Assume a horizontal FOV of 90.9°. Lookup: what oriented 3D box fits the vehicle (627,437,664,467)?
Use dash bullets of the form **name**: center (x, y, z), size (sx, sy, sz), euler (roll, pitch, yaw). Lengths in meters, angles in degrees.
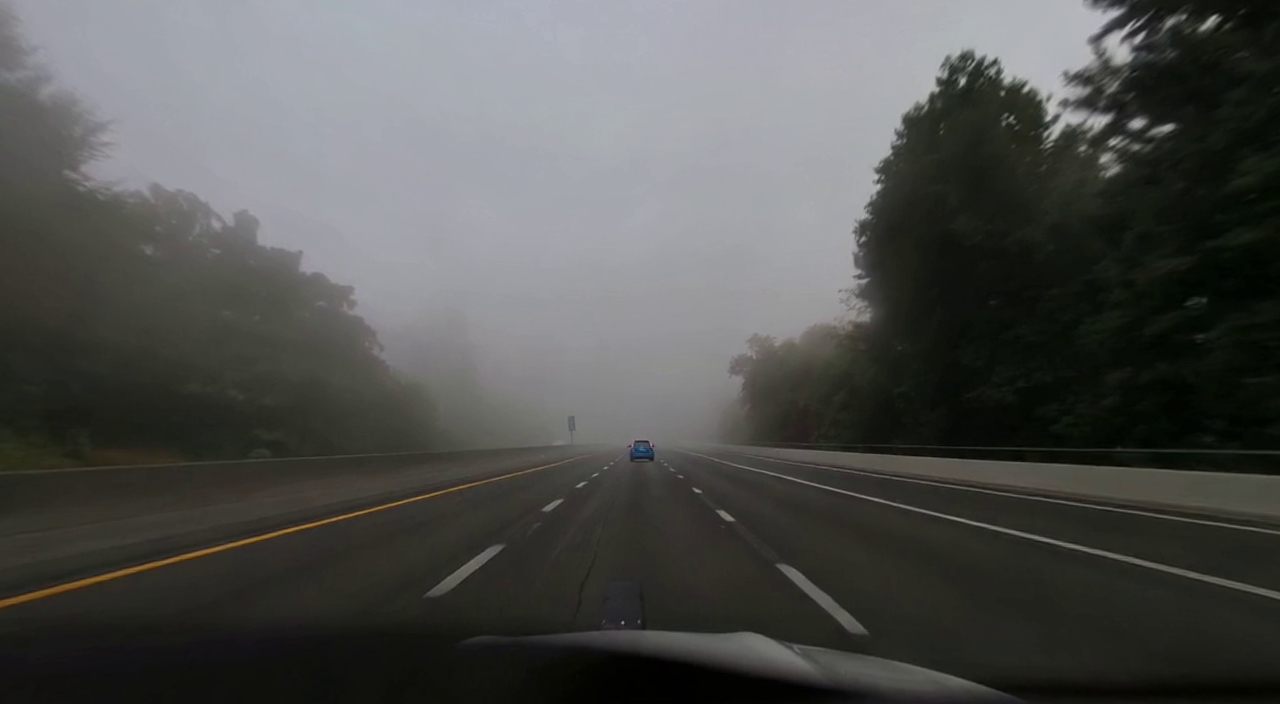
- **vehicle**: center (0.348, 6.459, 40.769), size (2.247, 1.825, 4.036), euler (0, -9, 0)
